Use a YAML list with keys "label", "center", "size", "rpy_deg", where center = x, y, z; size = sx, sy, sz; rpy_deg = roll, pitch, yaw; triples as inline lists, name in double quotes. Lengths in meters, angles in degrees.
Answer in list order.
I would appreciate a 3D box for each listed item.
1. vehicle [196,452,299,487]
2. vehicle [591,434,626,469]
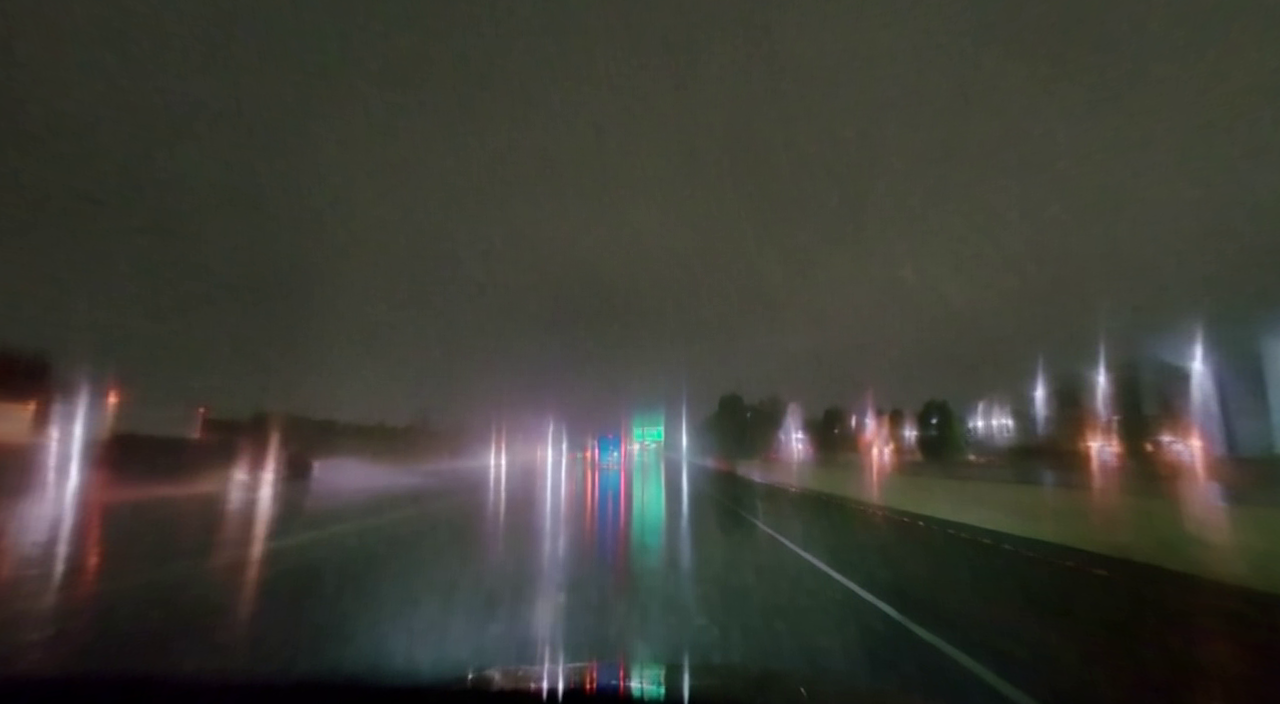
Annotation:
- label: "vehicle"
  center: [-18.569, 5.546, 30.171]
  size: [1.851, 1.488, 4.707]
  rpy_deg: [0, -9, 1]
- label: "vehicle"
  center: [-2.369, 7.794, 49.595]
  size: [2.437, 2.565, 5.829]
  rpy_deg: [0, -9, 0]
